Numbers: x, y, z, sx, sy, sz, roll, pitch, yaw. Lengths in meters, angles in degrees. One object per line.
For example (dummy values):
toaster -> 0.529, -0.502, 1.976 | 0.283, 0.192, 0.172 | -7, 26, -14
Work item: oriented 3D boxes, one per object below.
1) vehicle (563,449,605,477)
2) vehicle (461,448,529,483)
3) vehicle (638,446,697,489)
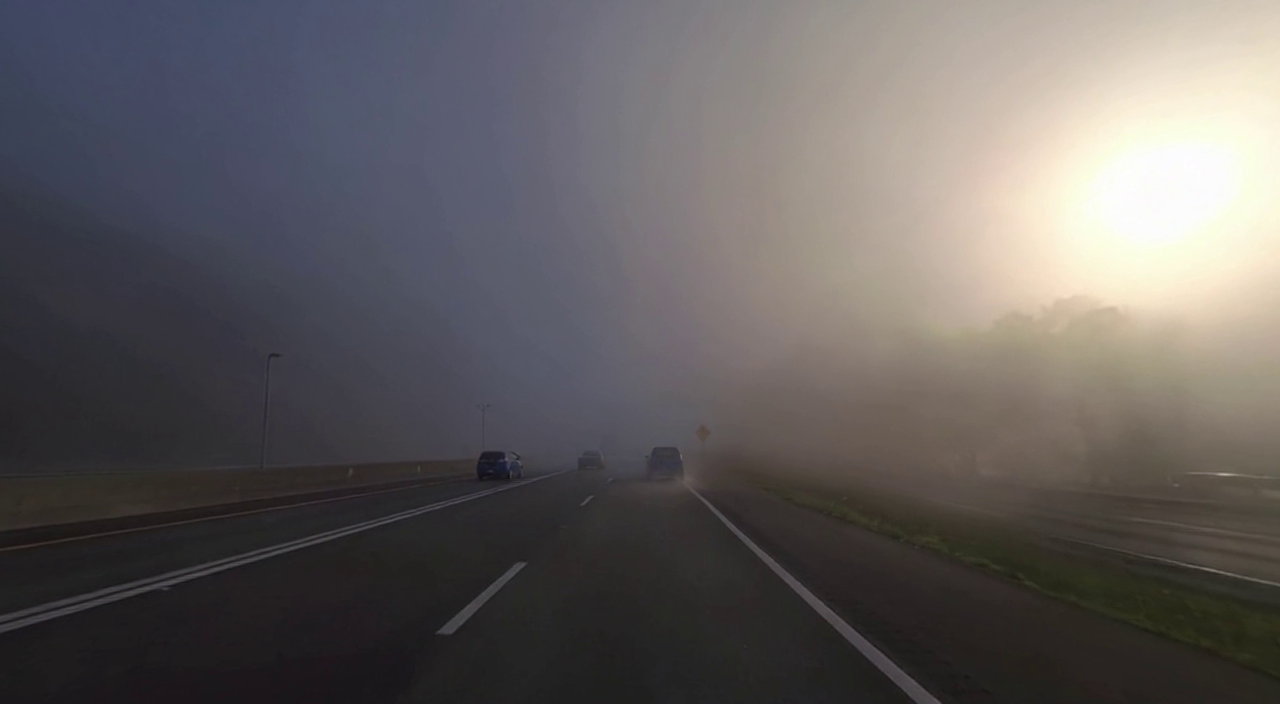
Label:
vehicle -> -3.195, 6.418, 36.771 | 1.990, 1.501, 4.250 | 0, -9, 1
vehicle -> -6.750, 5.305, 29.909 | 2.012, 1.504, 4.729 | 0, -9, 1
vehicle -> 0.979, 4.465, 24.739 | 2.050, 1.491, 4.362 | 0, -9, -1
